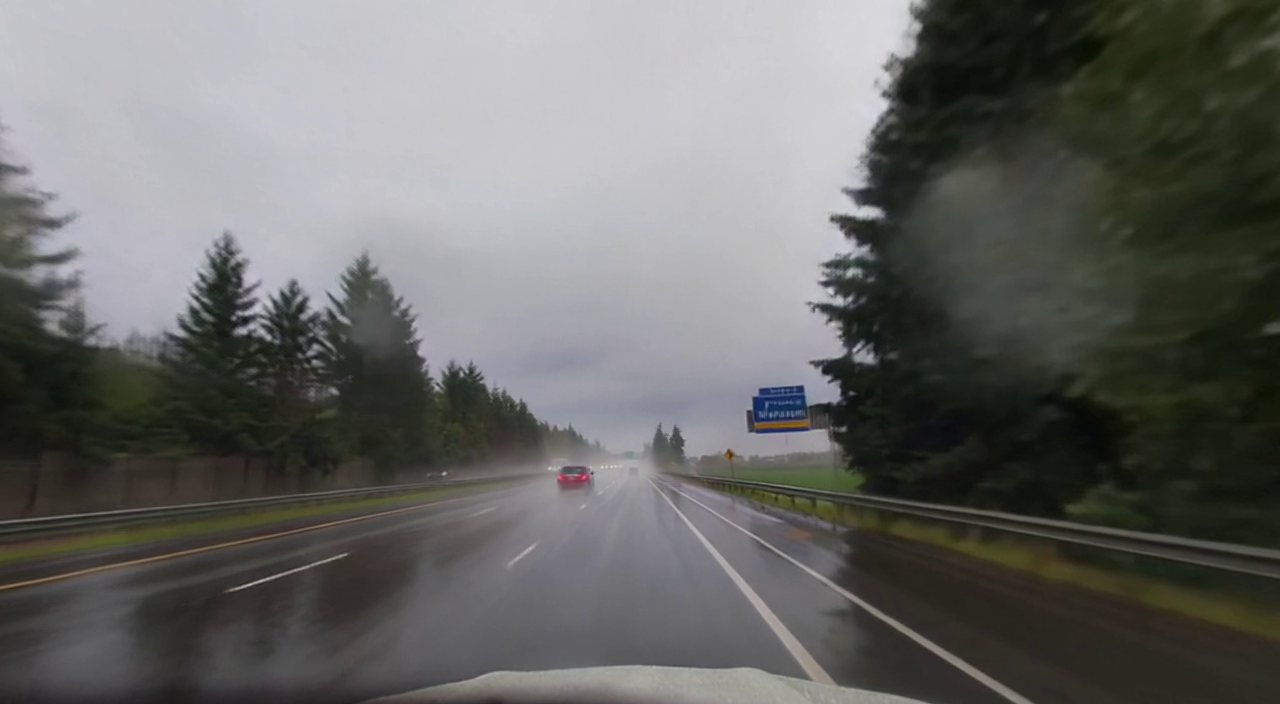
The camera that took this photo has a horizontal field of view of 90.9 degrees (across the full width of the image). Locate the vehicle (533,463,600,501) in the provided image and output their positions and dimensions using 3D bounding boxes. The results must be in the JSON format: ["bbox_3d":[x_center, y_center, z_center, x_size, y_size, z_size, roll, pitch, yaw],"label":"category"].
[{"bbox_3d":[-2.975,5.418,26.513,2.183,1.435,4.653,0,-10,1],"label":"vehicle"}]
